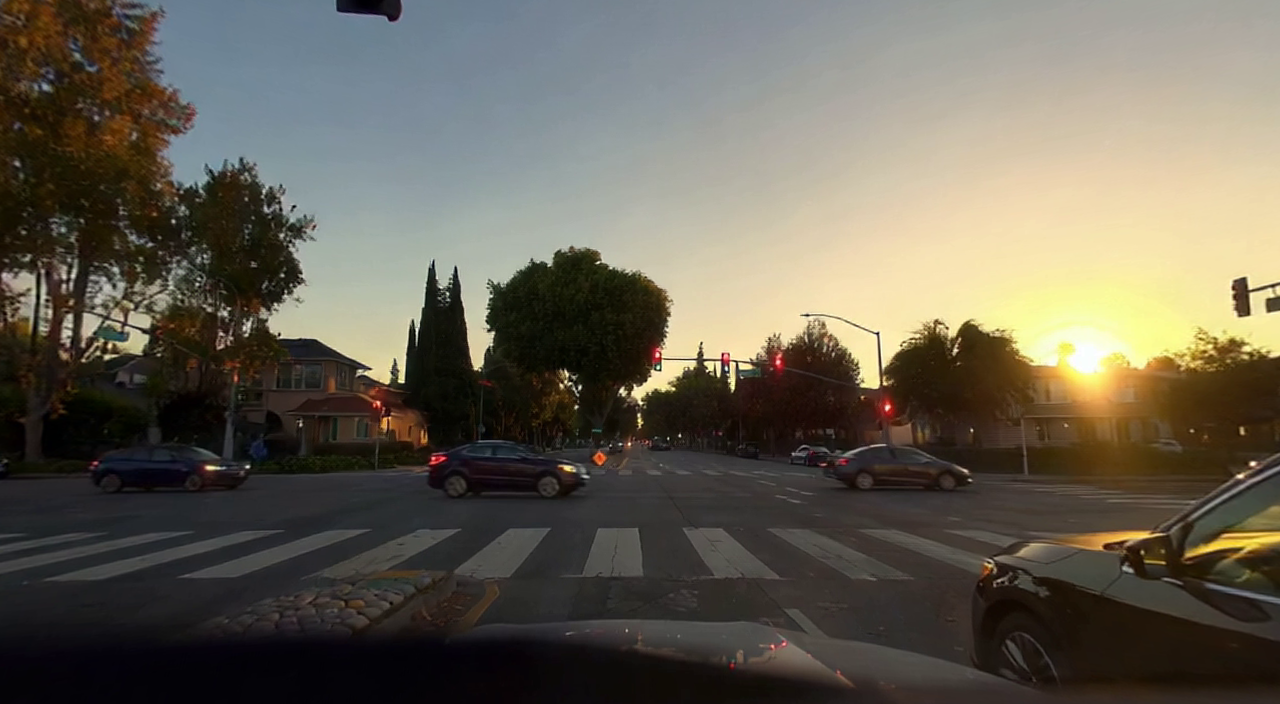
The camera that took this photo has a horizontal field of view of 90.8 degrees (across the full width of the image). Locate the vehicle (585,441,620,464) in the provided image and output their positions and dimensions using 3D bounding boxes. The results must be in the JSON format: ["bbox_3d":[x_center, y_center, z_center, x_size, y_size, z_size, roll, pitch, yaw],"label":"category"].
[{"bbox_3d":[-2.429,6.710,42.265,2.046,1.491,4.118,0,-9,1],"label":"vehicle"}]

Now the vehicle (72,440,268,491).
[{"bbox_3d":[-14.609,3.531,19.868,4.537,1.501,1.950,0,-9,-1],"label":"vehicle"}]

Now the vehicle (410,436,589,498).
[{"bbox_3d":[-3.575,3.015,16.716,4.290,1.518,1.888,0,-8,-1],"label":"vehicle"}]

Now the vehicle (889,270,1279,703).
[{"bbox_3d":[2.706,0.711,1.727,2.085,1.800,4.908,0,-9,1],"label":"vehicle"}]
